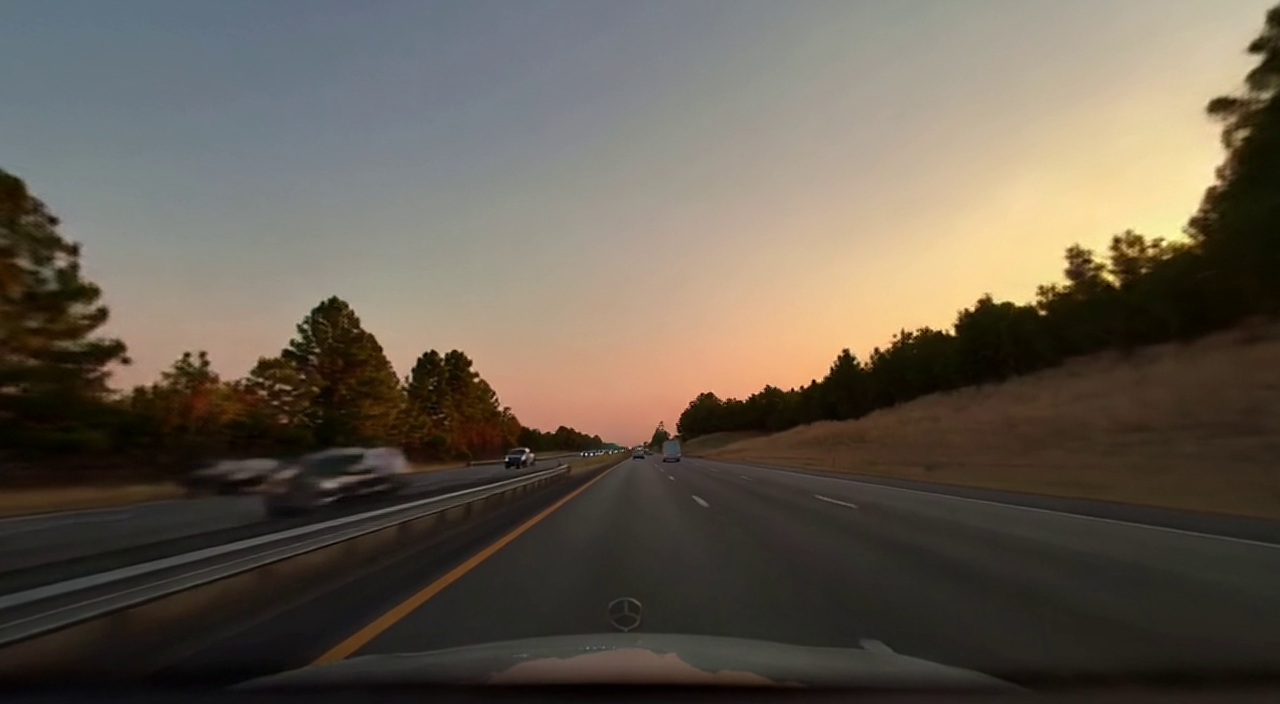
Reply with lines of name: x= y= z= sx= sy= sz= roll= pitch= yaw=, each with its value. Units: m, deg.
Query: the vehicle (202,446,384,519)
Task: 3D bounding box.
vehicle: x=-8.262 y=3.107 z=15.616 sx=2.029 sy=1.506 sz=4.335 roll=0 pitch=-9 yaw=0
